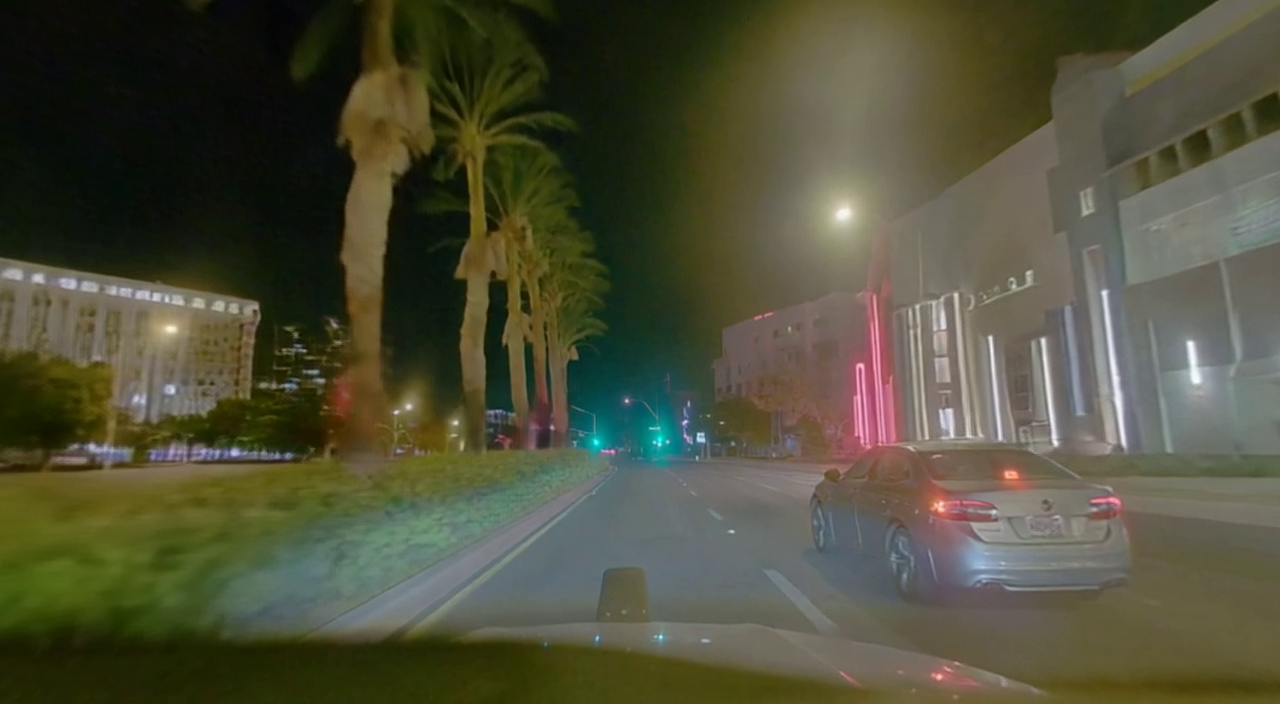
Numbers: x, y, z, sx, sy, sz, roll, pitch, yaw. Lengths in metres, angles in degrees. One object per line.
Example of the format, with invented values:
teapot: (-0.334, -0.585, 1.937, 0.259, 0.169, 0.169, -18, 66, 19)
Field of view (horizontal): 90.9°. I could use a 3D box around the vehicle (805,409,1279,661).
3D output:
vehicle: (3.172, 1.462, 6.163, 1.867, 1.554, 4.301, 0, -8, -1)
